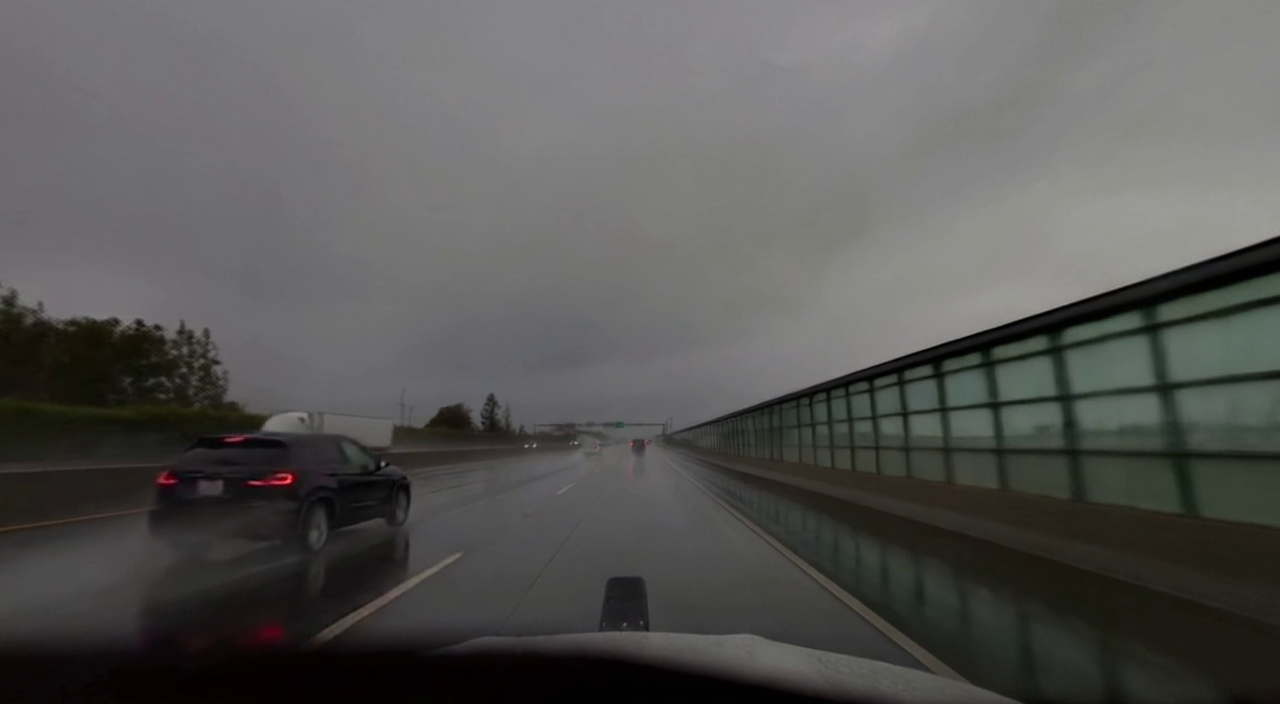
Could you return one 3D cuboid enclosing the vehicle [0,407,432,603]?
[{"bbox_3d":[-4.184,1.533,7.200,2.059,1.541,4.296,0,-8,1],"label":"vehicle"}]
